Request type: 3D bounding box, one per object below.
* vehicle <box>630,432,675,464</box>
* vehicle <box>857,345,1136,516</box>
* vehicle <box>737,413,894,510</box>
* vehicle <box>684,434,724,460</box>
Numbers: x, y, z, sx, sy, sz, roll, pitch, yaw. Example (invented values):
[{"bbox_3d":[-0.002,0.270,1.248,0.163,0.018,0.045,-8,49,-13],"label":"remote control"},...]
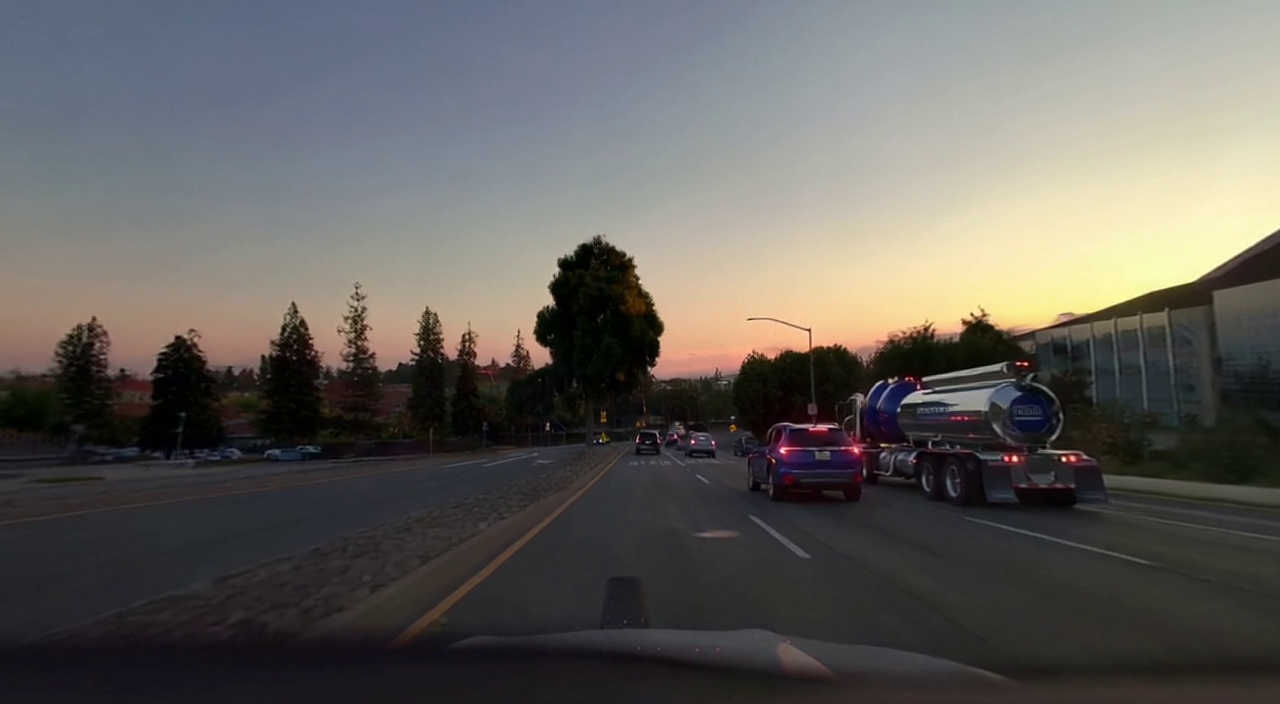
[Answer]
[{"bbox_3d":[0.607,4.901,32.295,2.148,1.488,4.002,0,-8,0],"label":"vehicle"},{"bbox_3d":[7.806,1.920,15.092,2.849,3.207,6.275,0,-8,-1],"label":"vehicle"},{"bbox_3d":[3.517,2.305,13.666,2.045,1.729,4.532,0,-8,-1],"label":"vehicle"},{"bbox_3d":[3.843,5.818,38.530,1.917,1.475,4.081,0,-8,-1],"label":"vehicle"}]
